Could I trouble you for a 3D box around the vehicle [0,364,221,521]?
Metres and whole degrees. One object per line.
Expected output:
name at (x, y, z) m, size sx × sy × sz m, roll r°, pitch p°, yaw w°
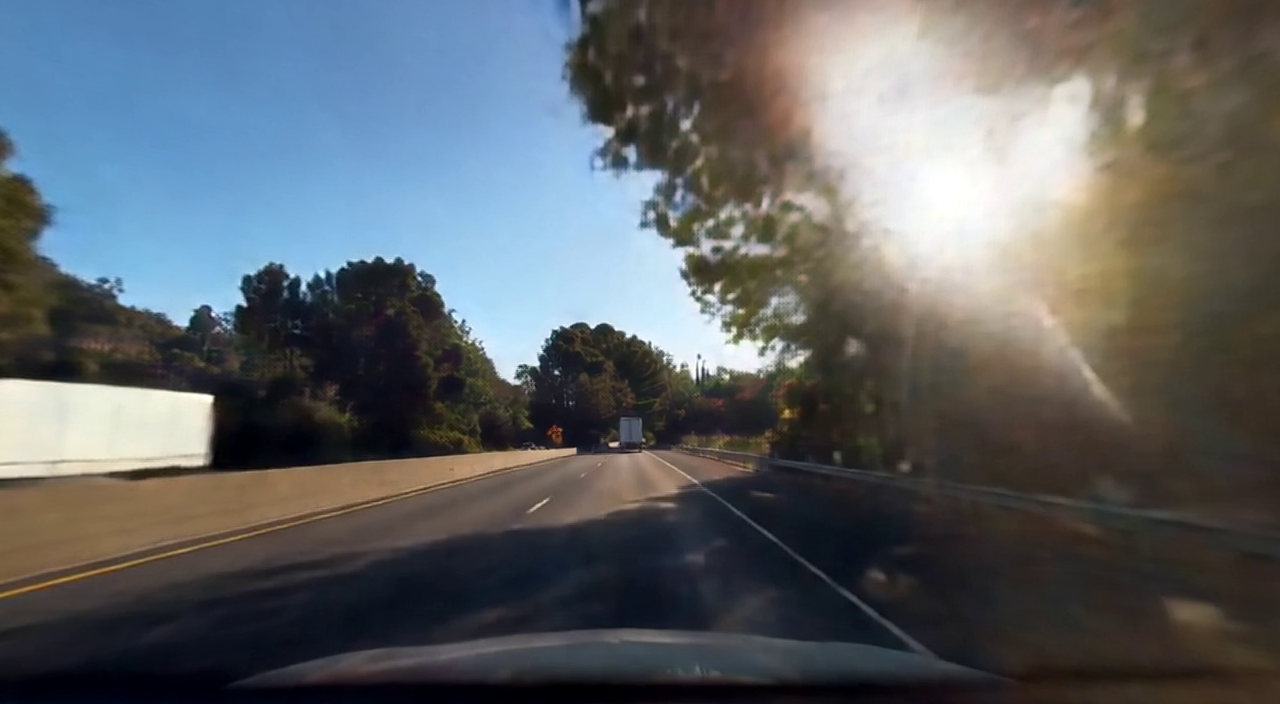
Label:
vehicle at (-16.818, 2.468, 17.260) m, size 3.033 × 3.711 × 11.259 m, roll 0°, pitch -8°, yaw 0°
